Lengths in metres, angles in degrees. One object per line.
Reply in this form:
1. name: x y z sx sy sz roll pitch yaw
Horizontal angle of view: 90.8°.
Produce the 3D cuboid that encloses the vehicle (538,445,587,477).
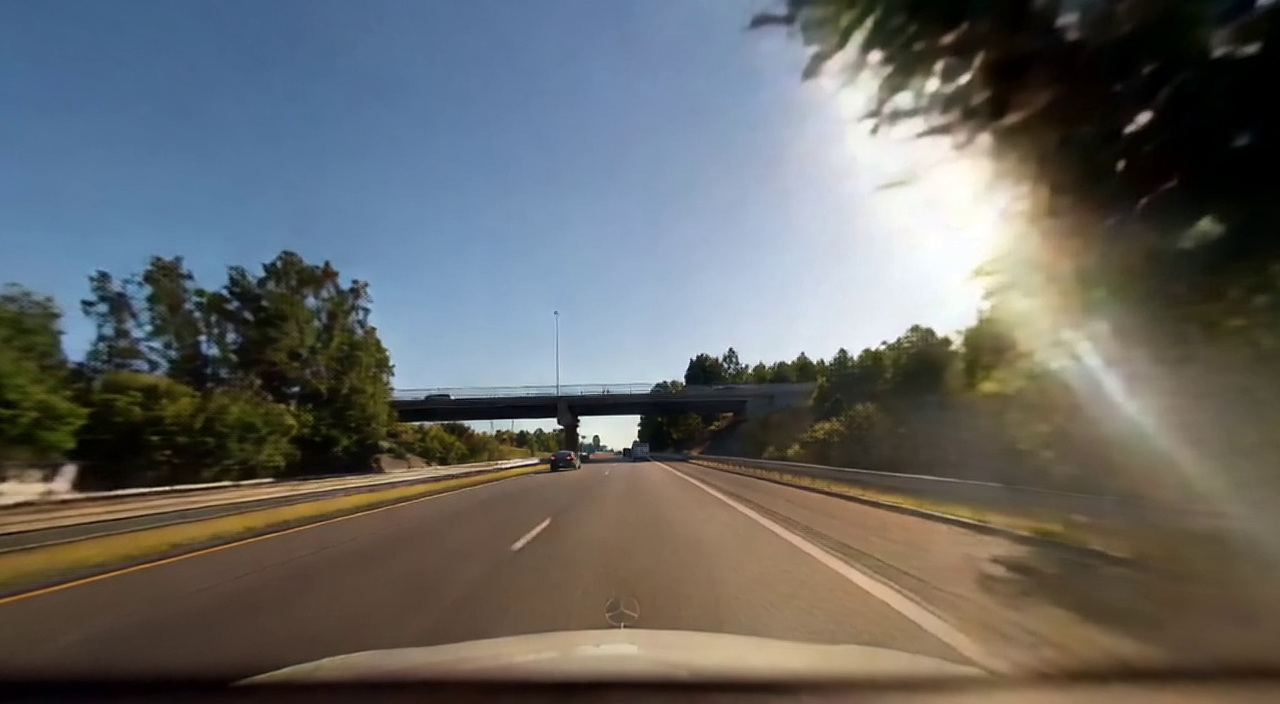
1. vehicle: -4.176 5.917 34.601 2.076 1.637 4.526 0 -9 0
